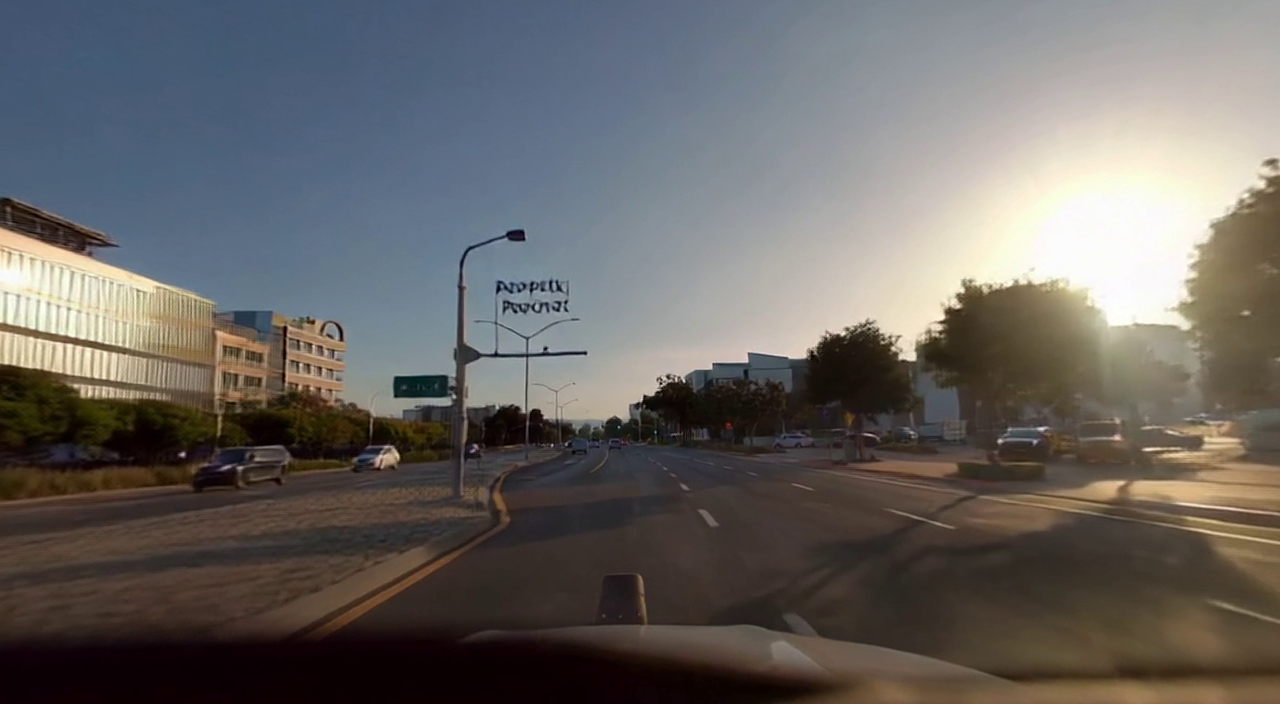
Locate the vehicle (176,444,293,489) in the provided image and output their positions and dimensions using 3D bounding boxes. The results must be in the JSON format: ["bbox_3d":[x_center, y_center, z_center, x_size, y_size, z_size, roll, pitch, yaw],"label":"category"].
[{"bbox_3d":[-18.263,5.131,28.809,2.041,1.826,4.878,-1,-8,1],"label":"vehicle"}]

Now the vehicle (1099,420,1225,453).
[{"bbox_3d":[31.547,5.106,38.275,5.509,1.904,2.614,0,-8,-6],"label":"vehicle"}]

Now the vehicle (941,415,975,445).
[{"bbox_3d":[24.980,6.138,49.742,1.246,2.287,2.709,-1,-8,2],"label":"vehicle"}]

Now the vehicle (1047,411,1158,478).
[{"bbox_3d":[17.177,3.407,23.656,1.686,2.284,3.164,-1,-7,1],"label":"vehicle"}]

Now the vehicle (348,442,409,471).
[{"bbox_3d":[-18.422,7.330,44.702,2.284,1.801,4.822,-3,-8,0],"label":"vehicle"}]

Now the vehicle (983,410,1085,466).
[{"bbox_3d":[21.908,4.722,35.073,5.332,2.719,2.336,1,-8,-31],"label":"vehicle"}]
